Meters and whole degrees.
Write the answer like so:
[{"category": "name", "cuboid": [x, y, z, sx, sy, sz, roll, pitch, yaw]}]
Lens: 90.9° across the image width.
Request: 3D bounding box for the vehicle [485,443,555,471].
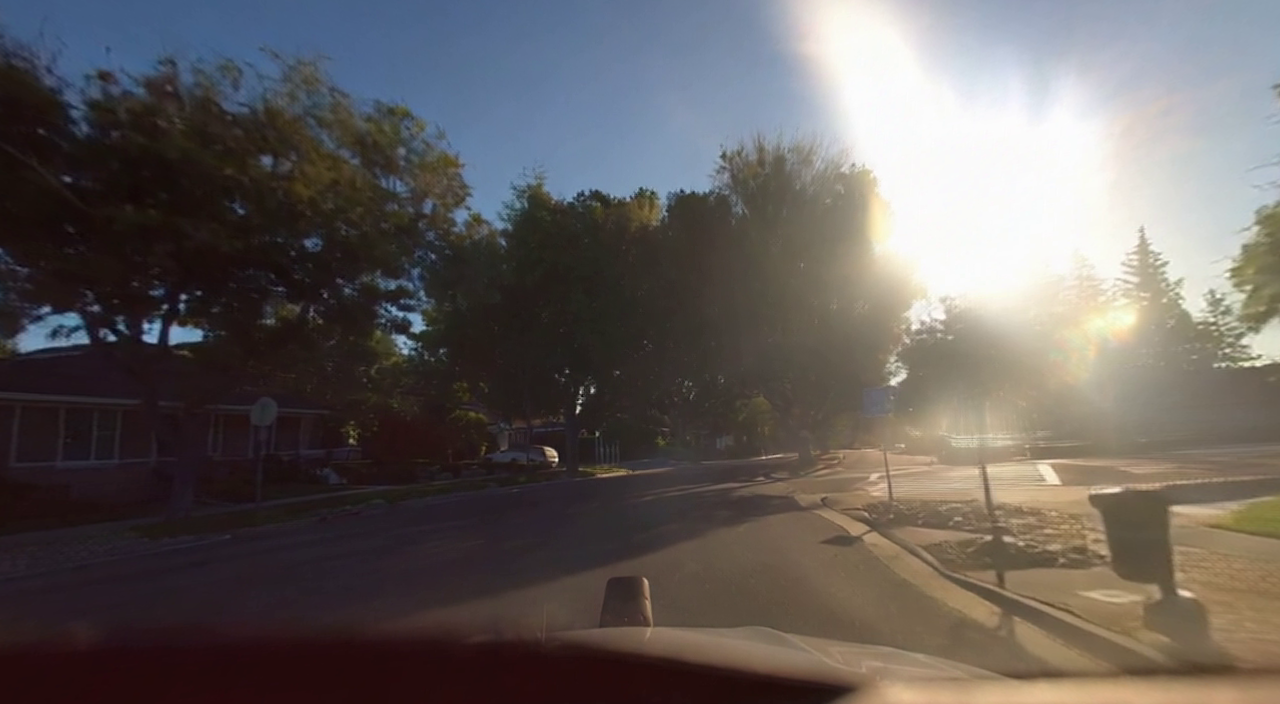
[{"category": "vehicle", "cuboid": [-7.617, 6.702, 40.304, 4.252, 1.681, 1.854, 1, -8, -8]}]
